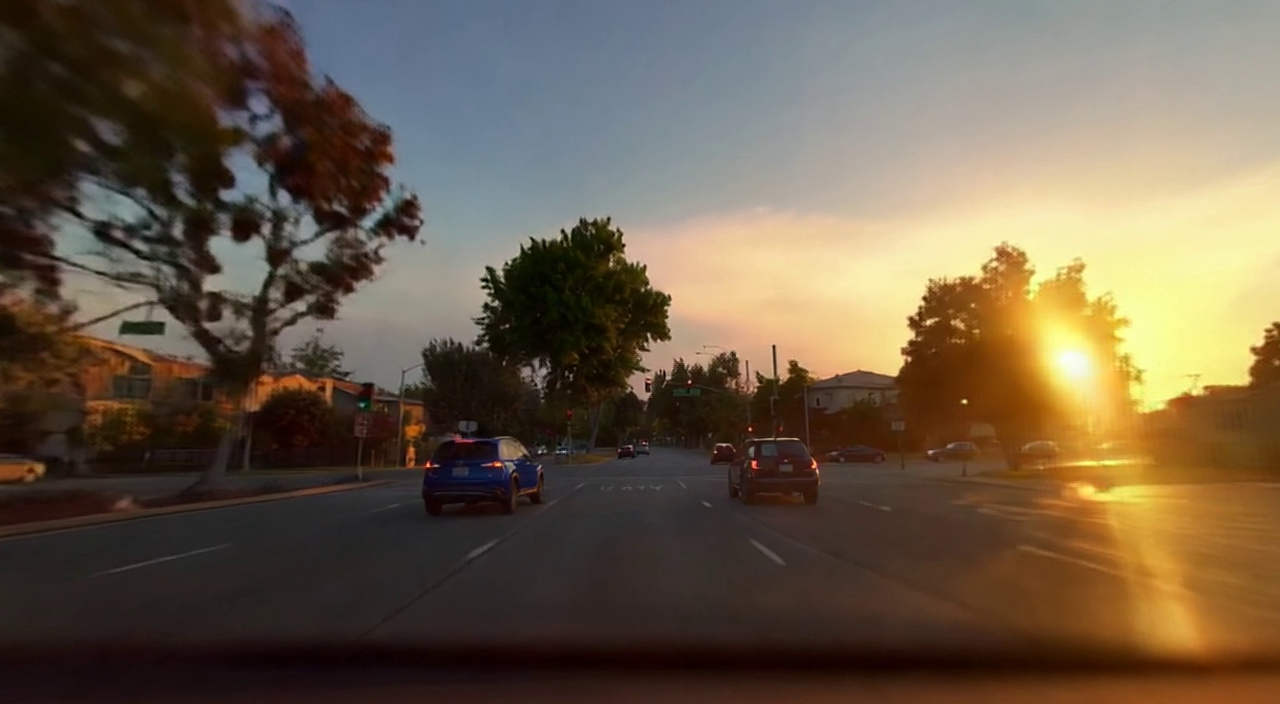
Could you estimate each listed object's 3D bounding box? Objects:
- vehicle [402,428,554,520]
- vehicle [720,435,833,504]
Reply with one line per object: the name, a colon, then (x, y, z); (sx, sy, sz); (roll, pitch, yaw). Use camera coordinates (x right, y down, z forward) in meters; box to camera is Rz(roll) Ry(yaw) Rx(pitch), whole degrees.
vehicle: (-3.338, 2.616, 14.117); (2.045, 1.688, 4.632); (-1, -9, 2)
vehicle: (3.631, 3.199, 17.706); (2.132, 1.659, 4.387); (0, -9, -1)
